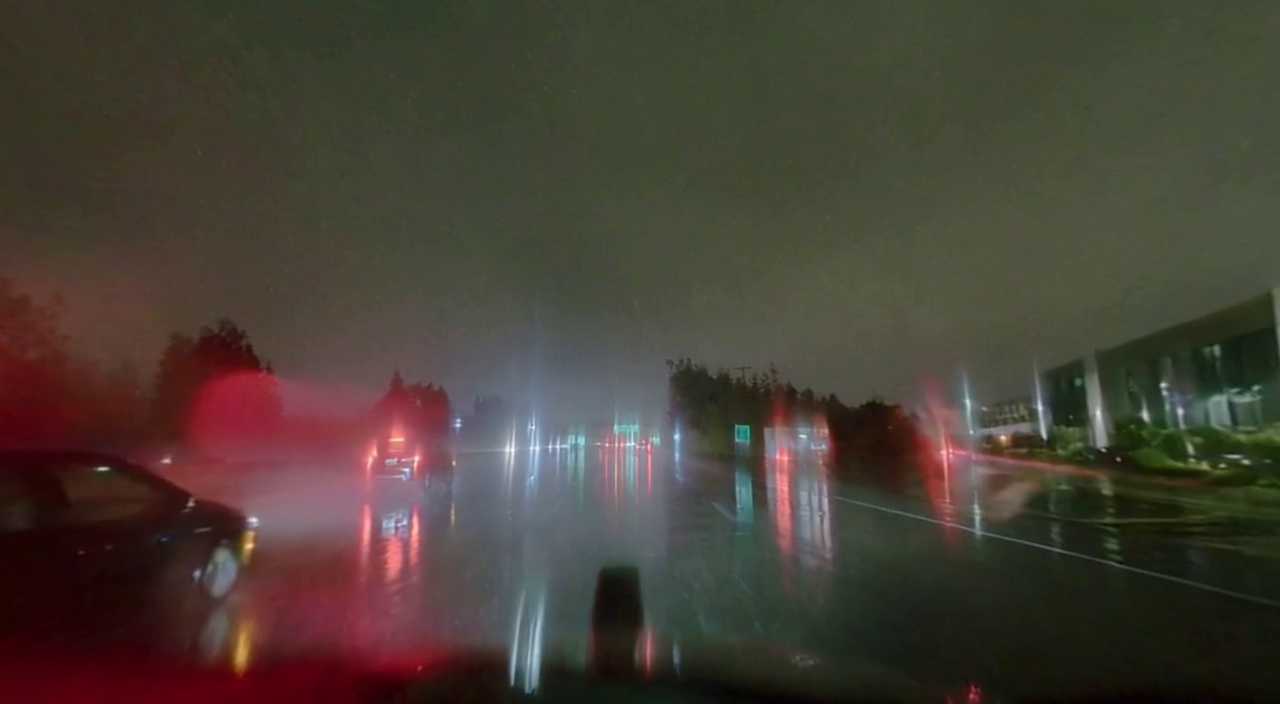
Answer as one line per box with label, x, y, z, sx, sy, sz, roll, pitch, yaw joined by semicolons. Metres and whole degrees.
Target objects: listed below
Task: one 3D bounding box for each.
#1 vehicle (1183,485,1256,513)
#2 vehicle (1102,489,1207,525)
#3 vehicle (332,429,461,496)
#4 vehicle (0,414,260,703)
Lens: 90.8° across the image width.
vehicle;41.006;10.381;44.819;1.732;1.505;4.392;-2;-9;13
vehicle;33.493;10.046;41.296;2.108;1.784;4.918;2;-8;-13
vehicle;-7.375;3.382;19.735;2.032;1.808;4.776;0;-8;1
vehicle;-4.066;1.008;2.730;1.967;1.488;4.565;0;-8;1
